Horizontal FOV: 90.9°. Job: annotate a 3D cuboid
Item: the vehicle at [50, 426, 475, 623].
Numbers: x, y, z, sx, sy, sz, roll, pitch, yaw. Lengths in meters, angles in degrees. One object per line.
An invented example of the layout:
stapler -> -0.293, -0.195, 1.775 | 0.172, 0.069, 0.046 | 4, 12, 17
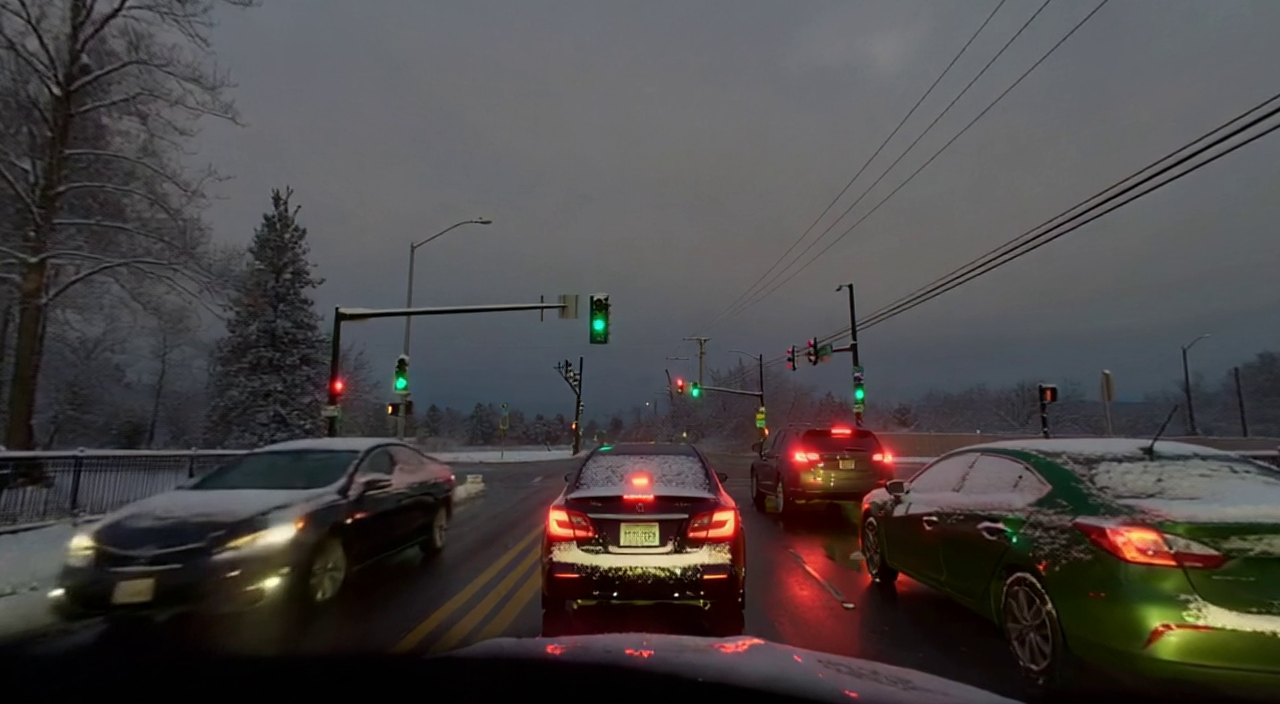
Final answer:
vehicle -> -3.419, 1.627, 7.018 | 1.959, 1.456, 4.488 | 0, -8, 0

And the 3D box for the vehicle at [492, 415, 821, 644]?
vehicle -> 0.074, 1.498, 6.420 | 2.170, 1.497, 4.369 | 0, -8, -1

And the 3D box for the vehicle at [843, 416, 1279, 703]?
vehicle -> 3.085, 1.237, 4.137 | 2.027, 1.432, 4.431 | 0, -8, 0
